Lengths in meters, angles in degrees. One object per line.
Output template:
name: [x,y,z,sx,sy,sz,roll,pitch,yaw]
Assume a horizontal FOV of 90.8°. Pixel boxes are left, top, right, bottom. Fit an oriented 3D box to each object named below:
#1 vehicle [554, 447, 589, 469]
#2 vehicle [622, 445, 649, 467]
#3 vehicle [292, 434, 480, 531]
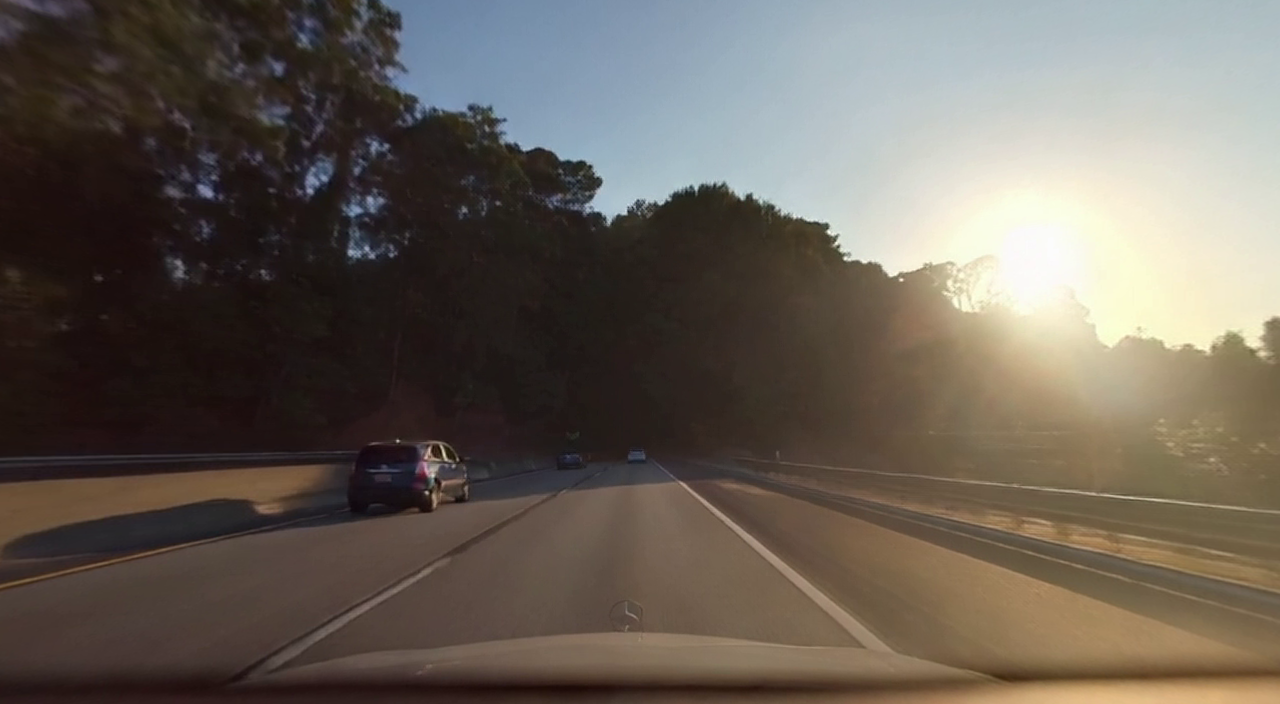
vehicle: [-4.806,7.466,44.730,2.052,1.468,4.390,0,-9,0]
vehicle: [-0.396,8.196,49.917,2.070,1.603,4.806,0,-9,-1]
vehicle: [-4.577,2.399,12.203,1.838,1.508,4.317,0,-9,0]
